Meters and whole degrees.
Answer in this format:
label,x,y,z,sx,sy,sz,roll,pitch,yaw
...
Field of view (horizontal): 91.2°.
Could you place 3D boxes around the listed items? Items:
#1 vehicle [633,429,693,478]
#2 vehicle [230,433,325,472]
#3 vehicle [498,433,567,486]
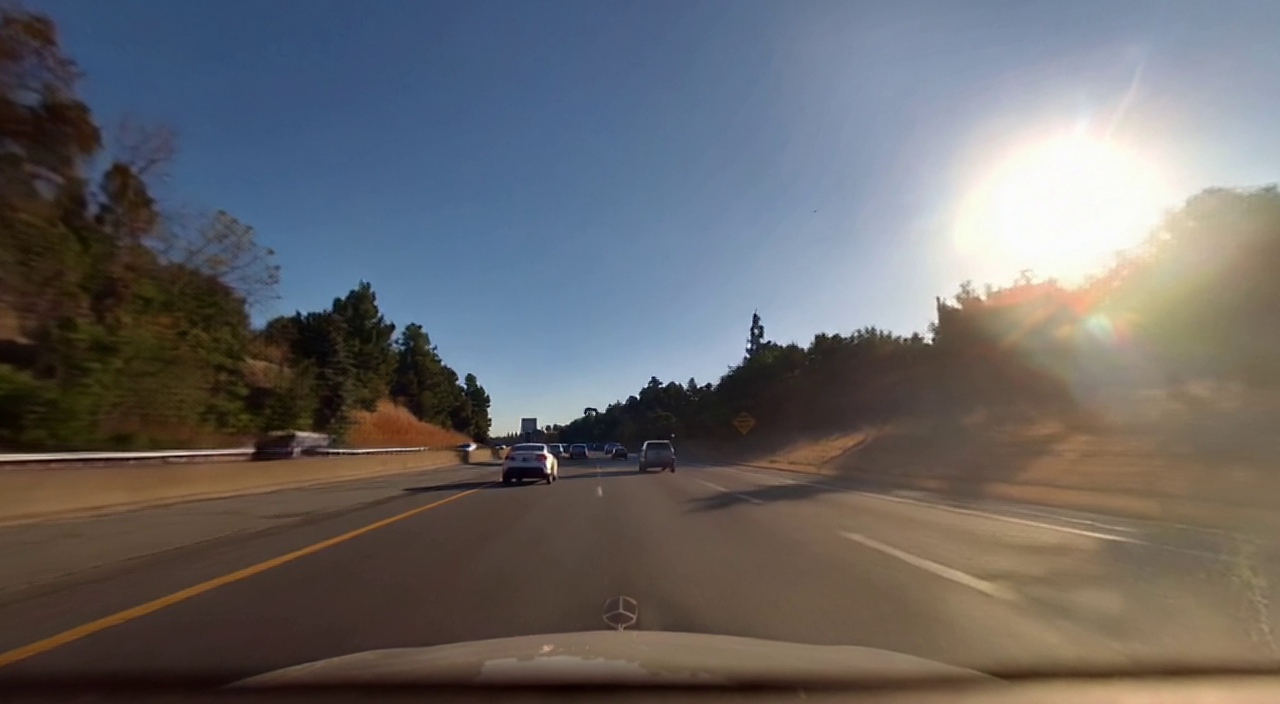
label,x,y,z,sx,sy,sz,roll,pitch,yaw
vehicle,0.903,4.491,27.822,2.179,1.930,4.538,0,-9,-4
vehicle,-17.102,4.769,29.841,2.031,1.718,4.506,0,-9,-4
vehicle,-3.769,3.865,22.689,1.963,1.711,4.284,0,-9,-3
